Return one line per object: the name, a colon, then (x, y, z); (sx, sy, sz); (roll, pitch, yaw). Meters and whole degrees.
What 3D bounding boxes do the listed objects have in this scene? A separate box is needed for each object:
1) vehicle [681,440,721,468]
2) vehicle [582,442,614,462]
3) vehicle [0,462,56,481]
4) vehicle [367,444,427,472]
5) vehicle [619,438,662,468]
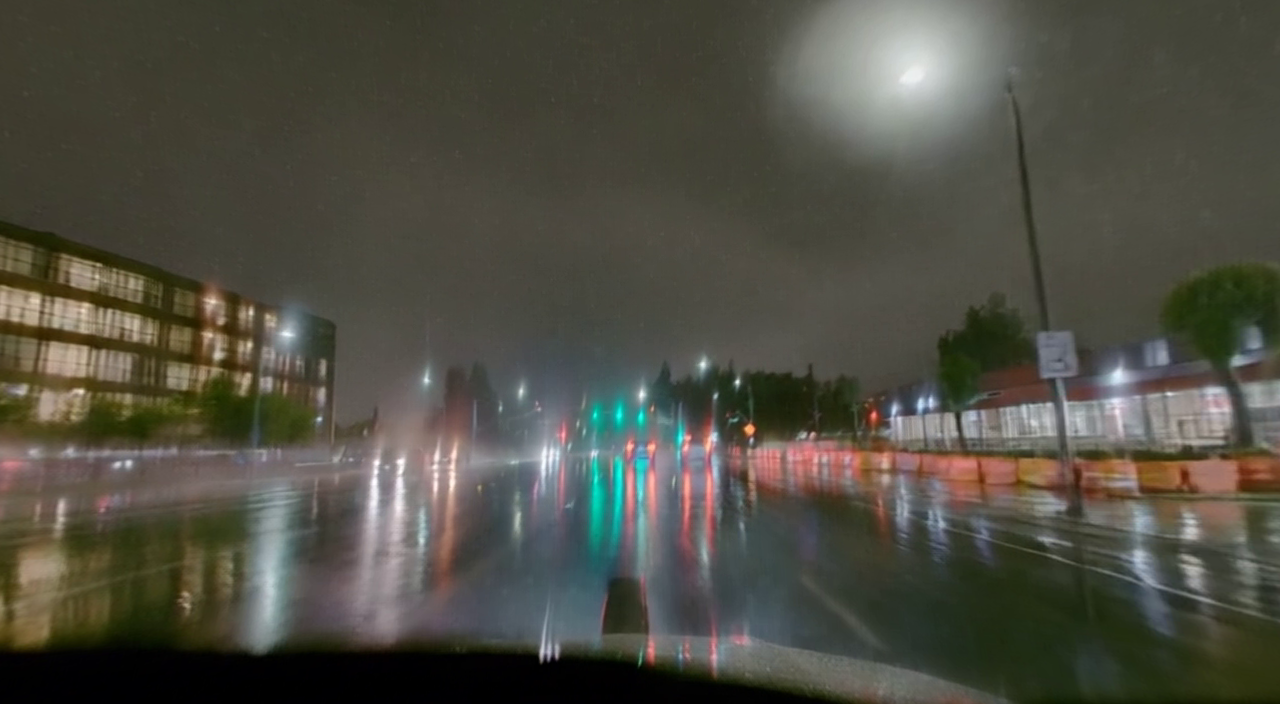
vehicle: (3.543, 5.798, 35.885); (1.974, 1.490, 4.231); (-2, -9, 9)
vehicle: (-3.272, 7.847, 49.630); (2.189, 1.441, 4.350); (0, -8, 0)
vehicle: (-49.376, 9.475, 49.933); (4.209, 1.429, 1.872); (0, -8, -3)
vehicle: (-14.544, 6.350, 37.999); (1.868, 1.528, 4.317); (0, -8, 0)
vehicle: (0.107, 5.979, 37.615); (2.000, 1.671, 4.276); (-1, -8, 8)
